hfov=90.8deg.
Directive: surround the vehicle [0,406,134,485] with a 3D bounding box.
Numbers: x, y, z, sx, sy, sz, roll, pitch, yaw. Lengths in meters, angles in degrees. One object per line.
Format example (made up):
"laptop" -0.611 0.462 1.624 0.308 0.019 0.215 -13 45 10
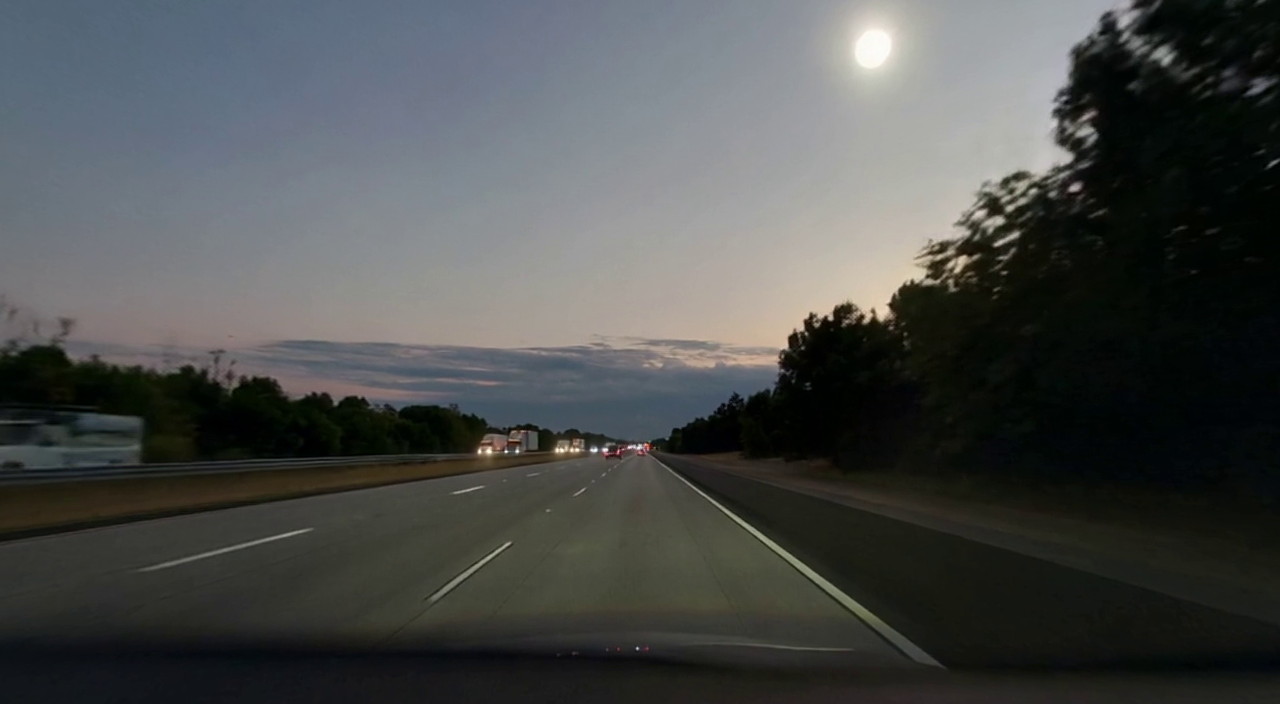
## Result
"vehicle" -19.030 2.913 19.550 2.371 2.191 5.138 0 -9 0
